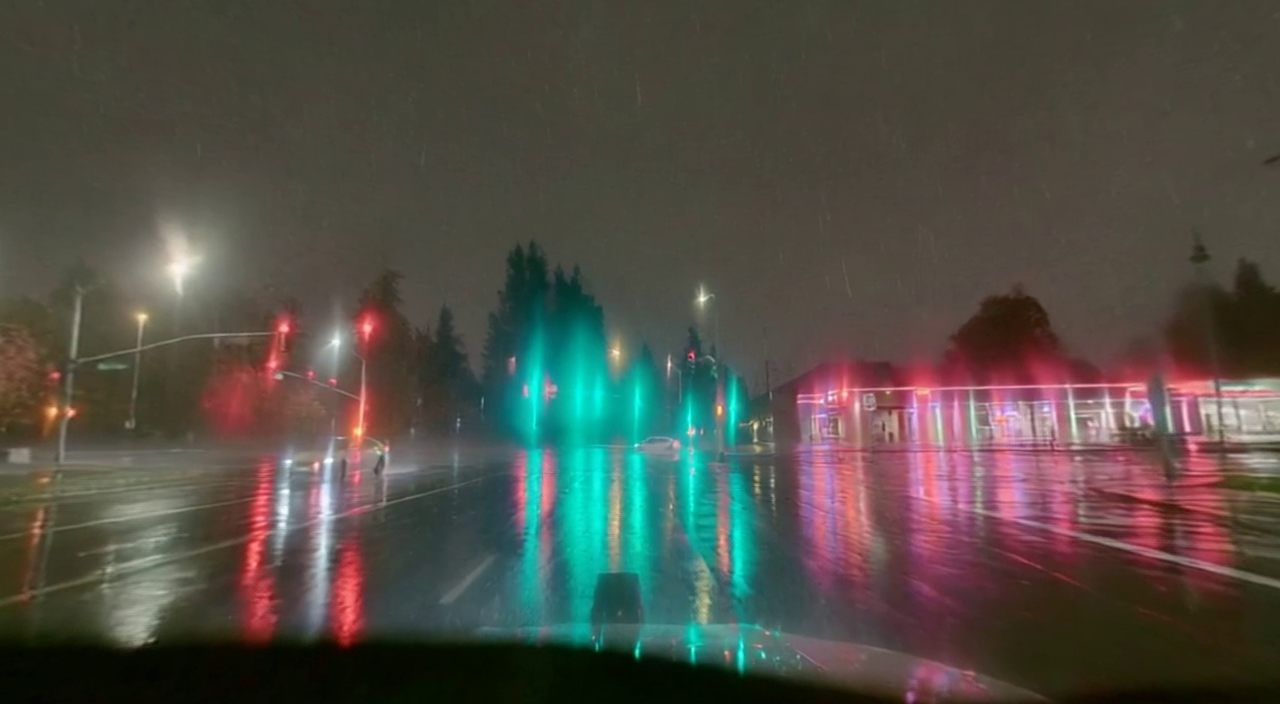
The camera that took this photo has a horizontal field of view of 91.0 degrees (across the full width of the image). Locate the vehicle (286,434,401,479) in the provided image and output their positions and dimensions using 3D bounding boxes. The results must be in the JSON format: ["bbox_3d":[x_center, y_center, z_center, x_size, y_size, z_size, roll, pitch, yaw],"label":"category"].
[{"bbox_3d":[-10.734,3.825,23.230,1.924,1.502,4.727,0,-9,0],"label":"vehicle"}]
